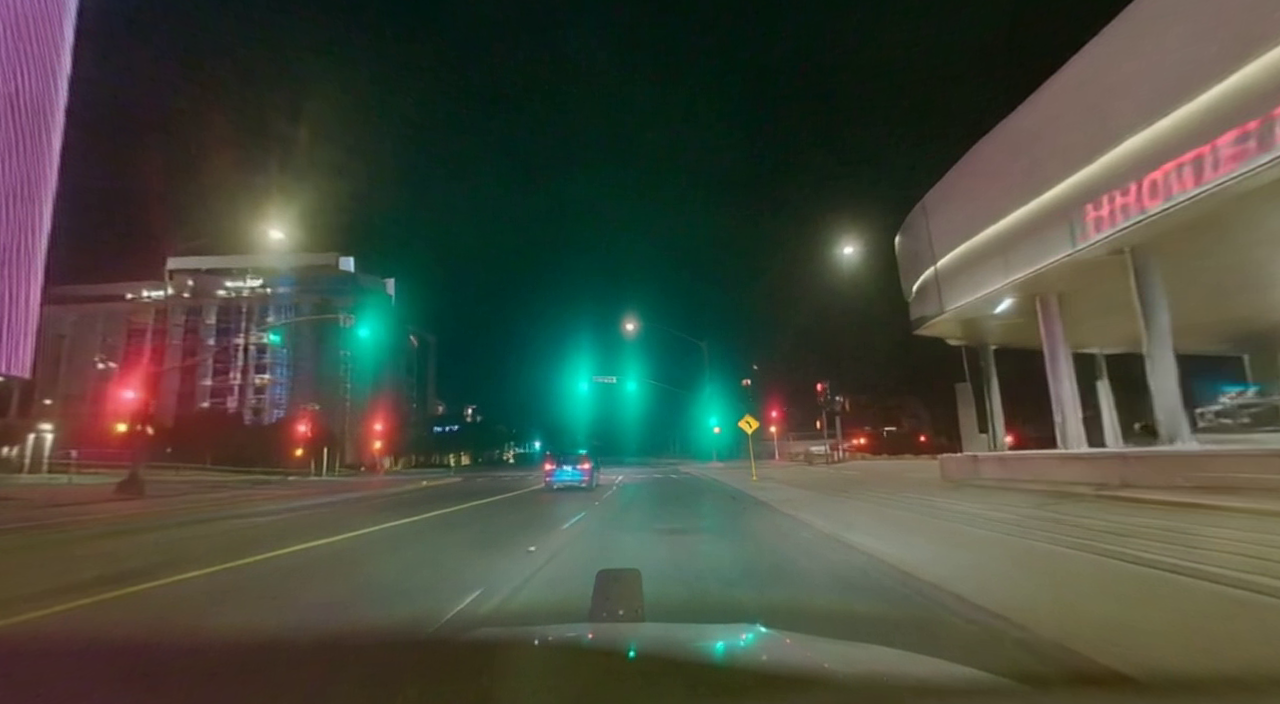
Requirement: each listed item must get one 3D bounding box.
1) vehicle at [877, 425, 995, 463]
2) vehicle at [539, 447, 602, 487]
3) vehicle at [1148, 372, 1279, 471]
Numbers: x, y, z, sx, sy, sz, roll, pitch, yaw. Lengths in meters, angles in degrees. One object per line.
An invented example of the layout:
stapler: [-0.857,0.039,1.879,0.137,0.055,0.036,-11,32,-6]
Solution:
vehicle: [12.868,4.028,27.579,4.120,1.558,1.959,0,-9,0]
vehicle: [-2.788,4.741,26.330,1.971,1.486,4.380,-1,-9,2]
vehicle: [13.351,1.380,12.308,4.904,1.755,2.114,0,-9,1]
